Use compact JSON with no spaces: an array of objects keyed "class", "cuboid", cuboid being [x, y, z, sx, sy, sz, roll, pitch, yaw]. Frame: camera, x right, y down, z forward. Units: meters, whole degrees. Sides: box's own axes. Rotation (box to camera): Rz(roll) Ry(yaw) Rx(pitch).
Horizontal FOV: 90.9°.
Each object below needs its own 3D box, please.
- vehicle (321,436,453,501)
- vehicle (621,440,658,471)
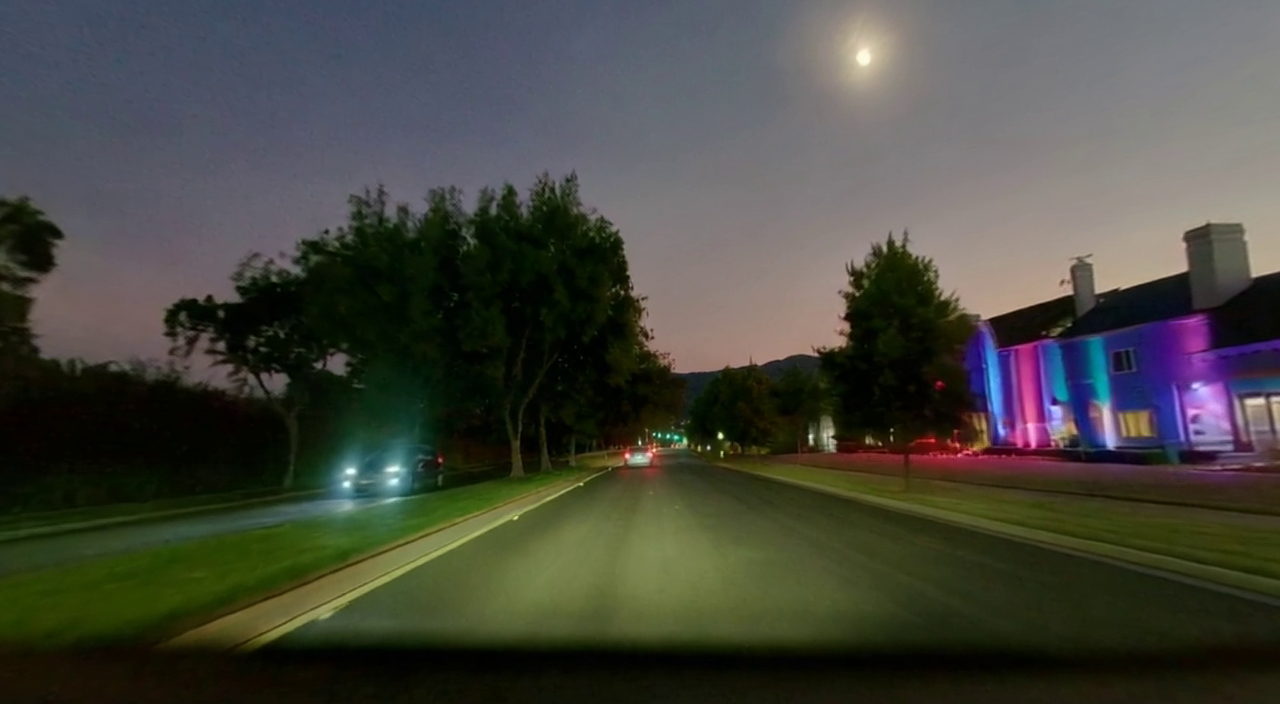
[{"class":"vehicle","cuboid":[-7.648,3.527,19.632,2.055,1.757,4.584,0,-8,2]},{"class":"vehicle","cuboid":[0.033,6.195,37.936,2.129,1.713,4.314,0,-8,1]}]
